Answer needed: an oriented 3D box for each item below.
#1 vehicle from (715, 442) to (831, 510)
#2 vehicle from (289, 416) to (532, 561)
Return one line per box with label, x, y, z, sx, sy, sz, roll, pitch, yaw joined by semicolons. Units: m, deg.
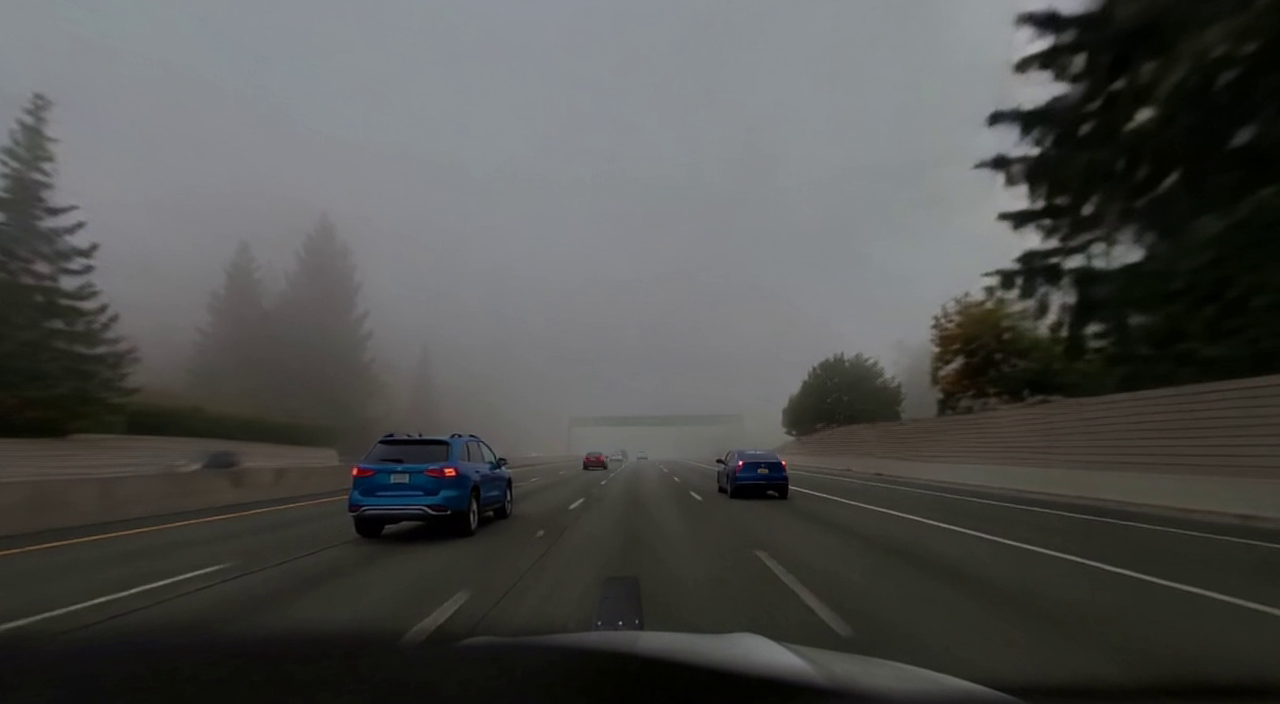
vehicle;3.203;3.070;16.054;1.979;1.486;4.125;0;-9;-1
vehicle;-3.210;2.020;10.033;2.137;1.756;4.453;0;-9;0
